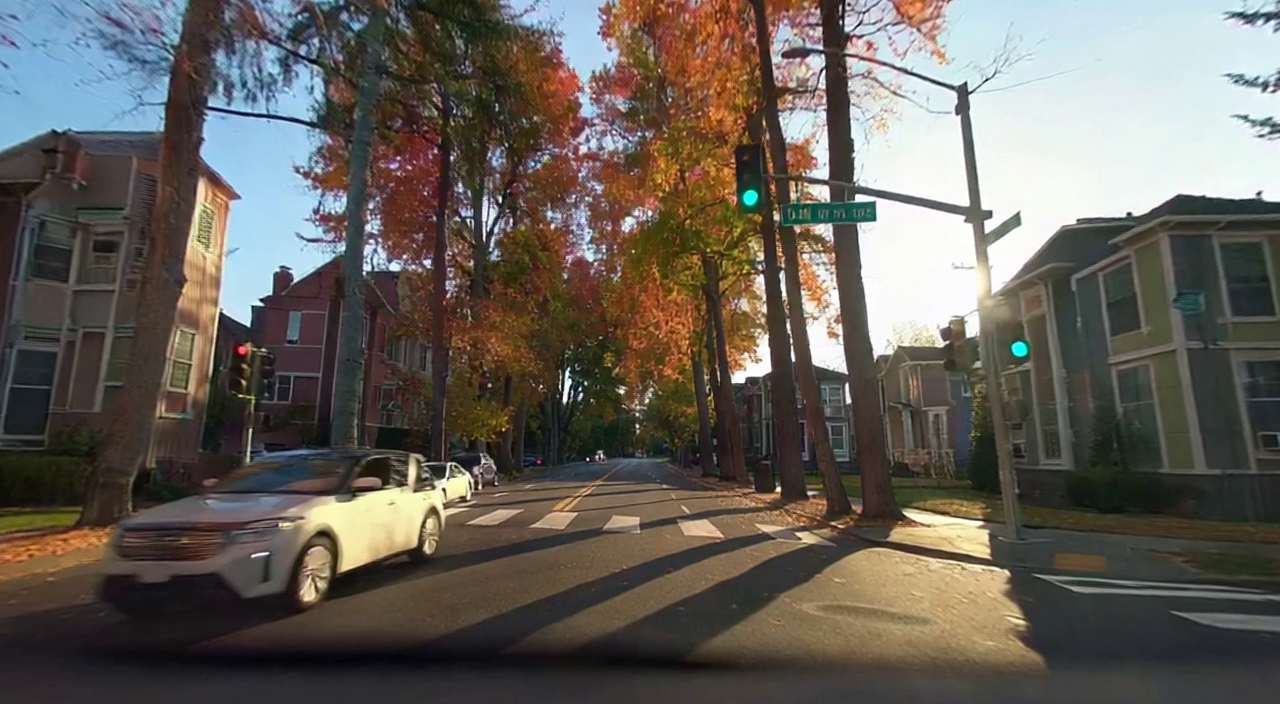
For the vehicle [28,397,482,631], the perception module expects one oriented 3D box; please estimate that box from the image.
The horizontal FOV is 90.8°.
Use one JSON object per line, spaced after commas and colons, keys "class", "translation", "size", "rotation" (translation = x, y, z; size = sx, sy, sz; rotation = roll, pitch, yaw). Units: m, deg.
{"class": "vehicle", "translation": [-3.356, 1.508, 6.895], "size": [2.033, 1.662, 4.557], "rotation": [0, -9, 0]}
